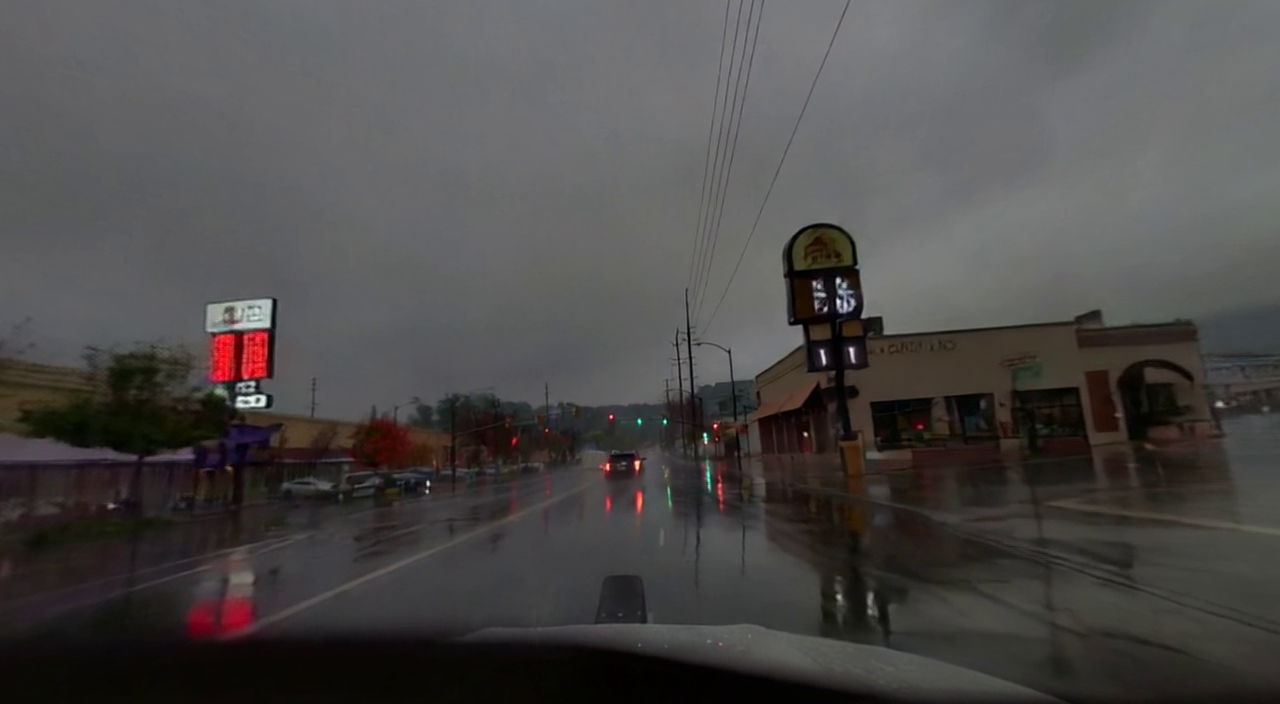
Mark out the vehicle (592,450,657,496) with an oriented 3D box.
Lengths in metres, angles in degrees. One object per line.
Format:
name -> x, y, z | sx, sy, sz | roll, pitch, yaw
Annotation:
vehicle -> -0.469, 4.234, 22.445 | 1.977, 1.451, 4.032 | -1, -9, 3

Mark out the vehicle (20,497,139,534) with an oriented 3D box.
vehicle -> -30.118, 8.770, 34.137 | 1.817, 1.485, 4.436 | -3, -9, 13

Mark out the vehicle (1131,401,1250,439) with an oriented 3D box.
vehicle -> 27.649, 3.496, 31.971 | 1.965, 1.693, 4.635 | -1, -9, 3
